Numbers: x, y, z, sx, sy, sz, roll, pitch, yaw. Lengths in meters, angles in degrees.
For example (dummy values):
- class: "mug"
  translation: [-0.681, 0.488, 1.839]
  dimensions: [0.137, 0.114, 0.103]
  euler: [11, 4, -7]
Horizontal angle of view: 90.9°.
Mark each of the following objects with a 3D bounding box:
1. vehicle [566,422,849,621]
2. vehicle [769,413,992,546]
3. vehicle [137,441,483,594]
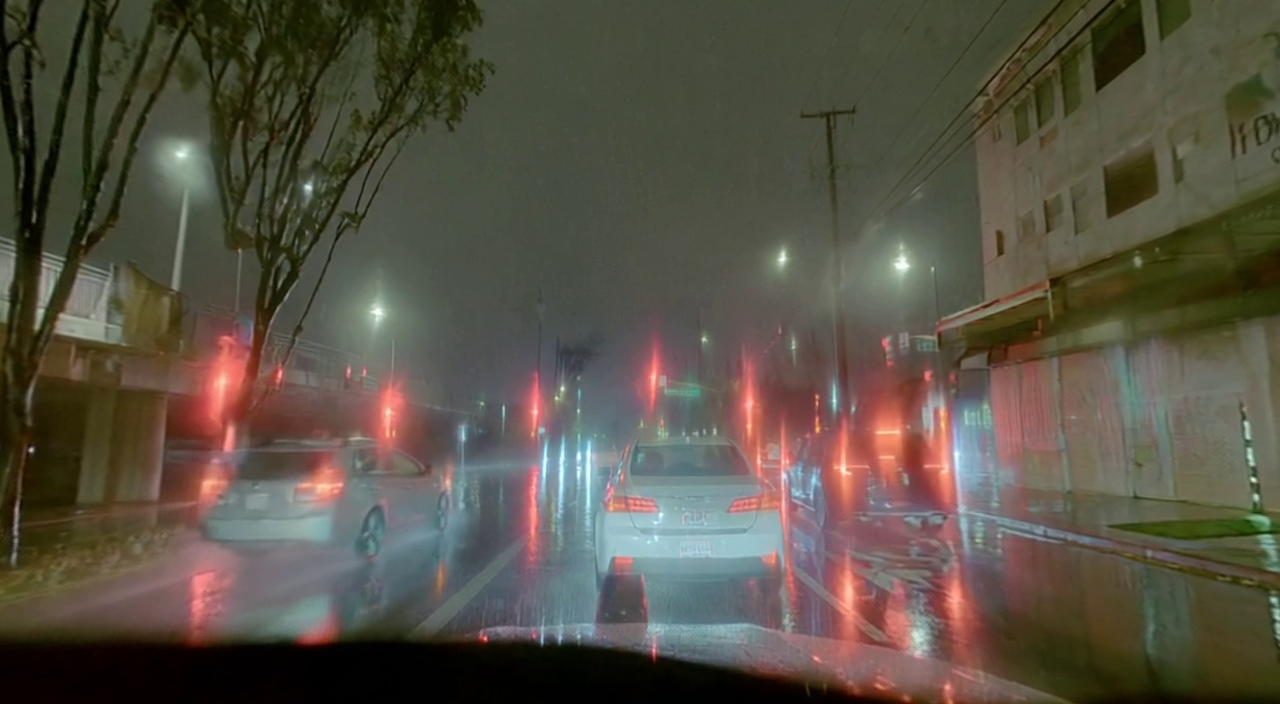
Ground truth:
- class: "vehicle"
  translation: [0.520, 1.583, 6.875]
  dimensions: [2.101, 1.467, 4.210]
  euler: [0, -8, 1]
- class: "vehicle"
  translation: [3.731, 2.067, 10.857]
  dimensions: [2.062, 1.781, 4.488]
  euler: [0, -8, 0]
- class: "vehicle"
  translation: [-3.879, 2.000, 8.714]
  dimensions: [2.082, 1.484, 4.865]
  euler: [0, -8, 1]
